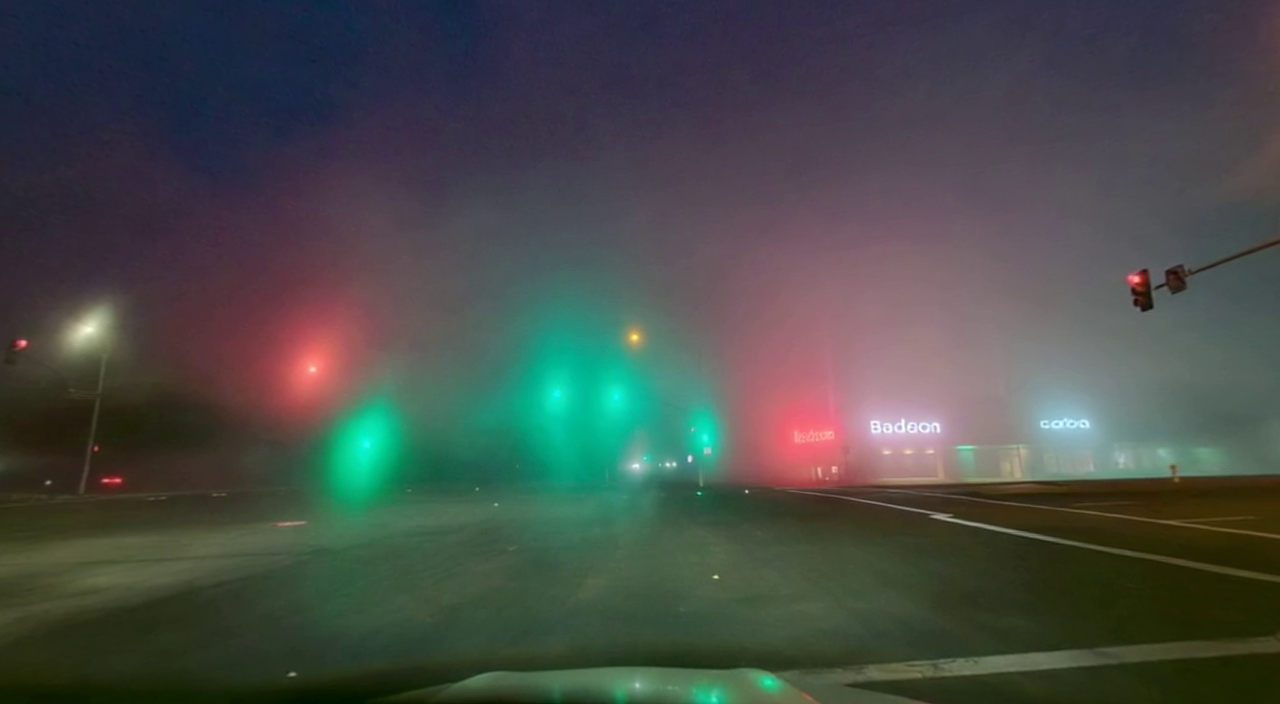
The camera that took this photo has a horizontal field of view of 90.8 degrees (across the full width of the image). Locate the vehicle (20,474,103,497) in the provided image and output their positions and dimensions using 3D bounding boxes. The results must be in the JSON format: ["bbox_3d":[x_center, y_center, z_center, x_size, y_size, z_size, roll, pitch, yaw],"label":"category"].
[{"bbox_3d":[-41.735,9.618,45.640,4.147,1.445,1.706,0,-9,-6],"label":"vehicle"}]
